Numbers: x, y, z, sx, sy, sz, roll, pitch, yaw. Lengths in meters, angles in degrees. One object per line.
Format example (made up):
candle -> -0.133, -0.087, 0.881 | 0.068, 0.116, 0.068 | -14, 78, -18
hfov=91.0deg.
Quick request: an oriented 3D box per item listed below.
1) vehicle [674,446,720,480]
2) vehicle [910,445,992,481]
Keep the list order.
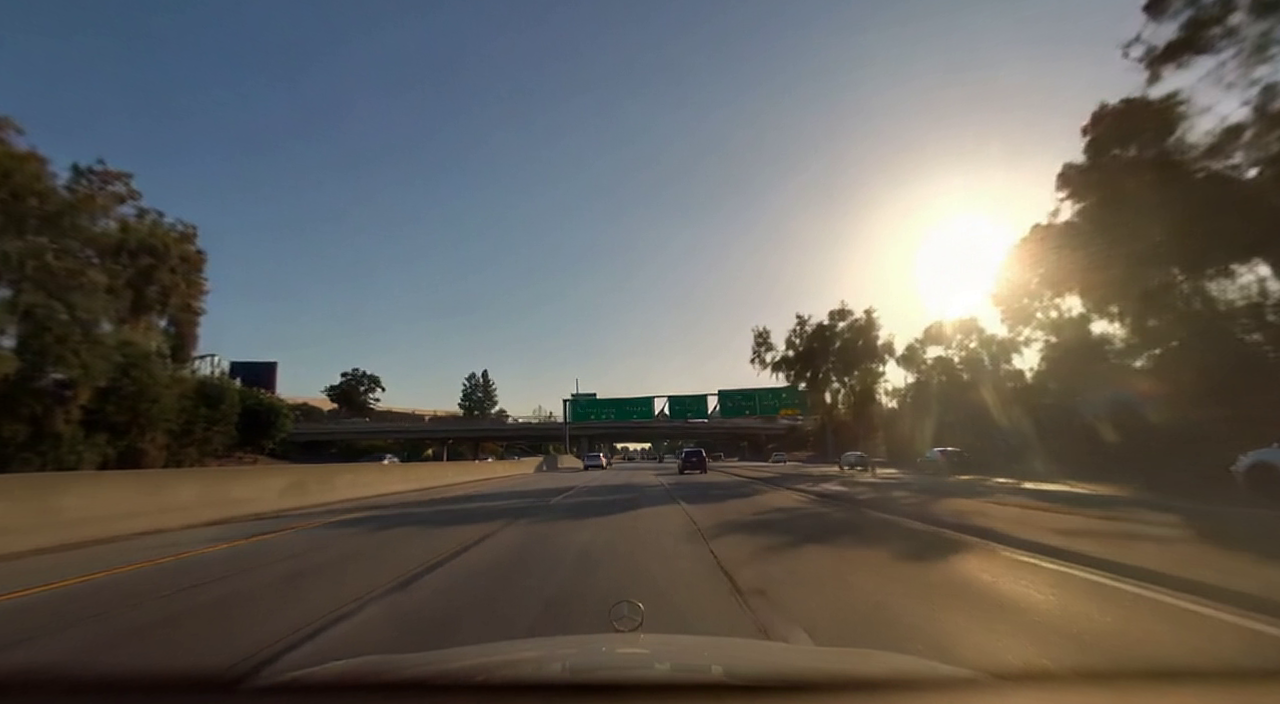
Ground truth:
vehicle -> 3.171, 6.268, 35.887 | 2.147, 1.794, 4.538 | 0, -9, -1
vehicle -> 16.512, 5.898, 33.748 | 2.116, 1.754, 4.727 | 0, -9, 2
